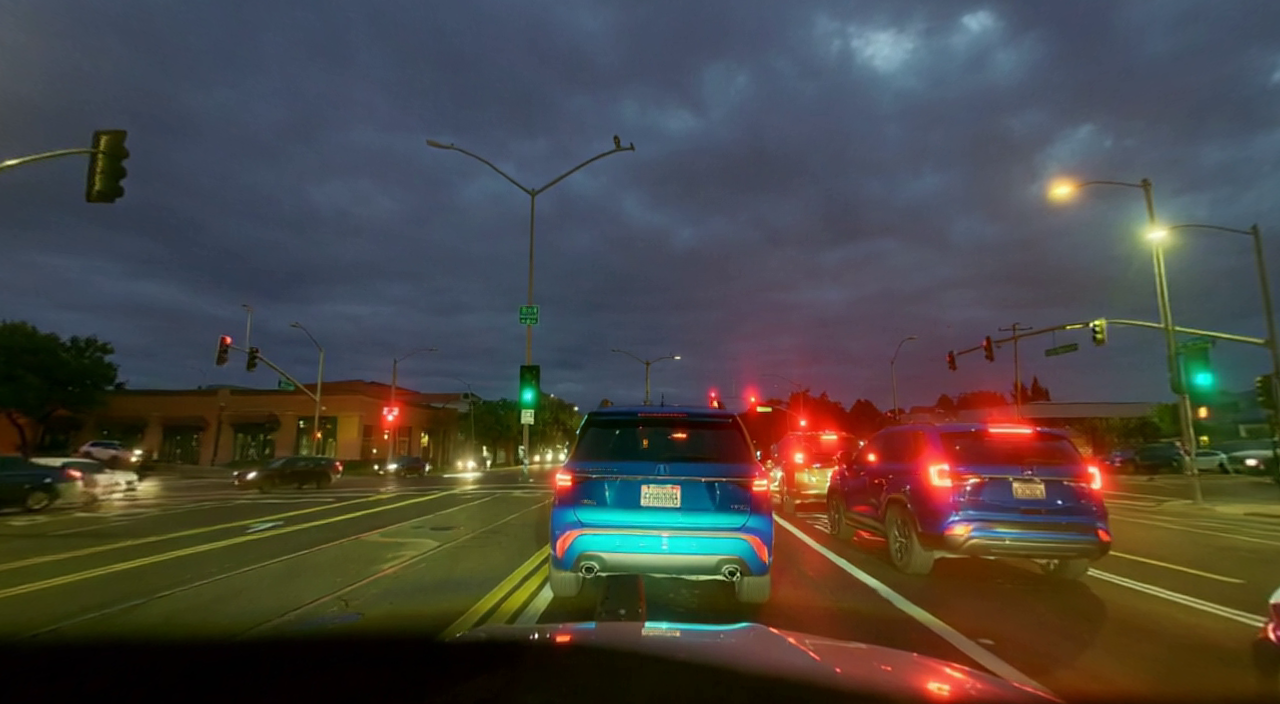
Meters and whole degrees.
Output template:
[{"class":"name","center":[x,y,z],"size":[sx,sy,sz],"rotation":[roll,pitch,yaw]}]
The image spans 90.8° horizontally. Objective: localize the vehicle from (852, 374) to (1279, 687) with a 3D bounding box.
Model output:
[{"class":"vehicle","center":[3.597,1.289,5.659],"size":[2.018,1.701,4.288],"rotation":[0,-9,2]}]

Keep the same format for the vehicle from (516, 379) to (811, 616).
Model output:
[{"class":"vehicle","center":[0.225,1.461,7.216],"size":[2.292,1.840,4.394],"rotation":[0,-9,1]}]

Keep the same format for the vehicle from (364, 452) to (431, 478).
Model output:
[{"class":"vehicle","center":[-17.641,8.204,46.253],"size":[2.089,1.739,4.744],"rotation":[-2,-9,15]}]

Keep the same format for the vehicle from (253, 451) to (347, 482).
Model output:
[{"class":"vehicle","center":[-22.134,7.423,41.202],"size":[5.156,1.849,2.044],"rotation":[5,-10,-31]}]

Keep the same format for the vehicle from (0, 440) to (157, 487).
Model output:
[{"class":"vehicle","center":[-24.580,4.836,27.550],"size":[5.062,1.946,2.243],"rotation":[0,-9,-1]}]
